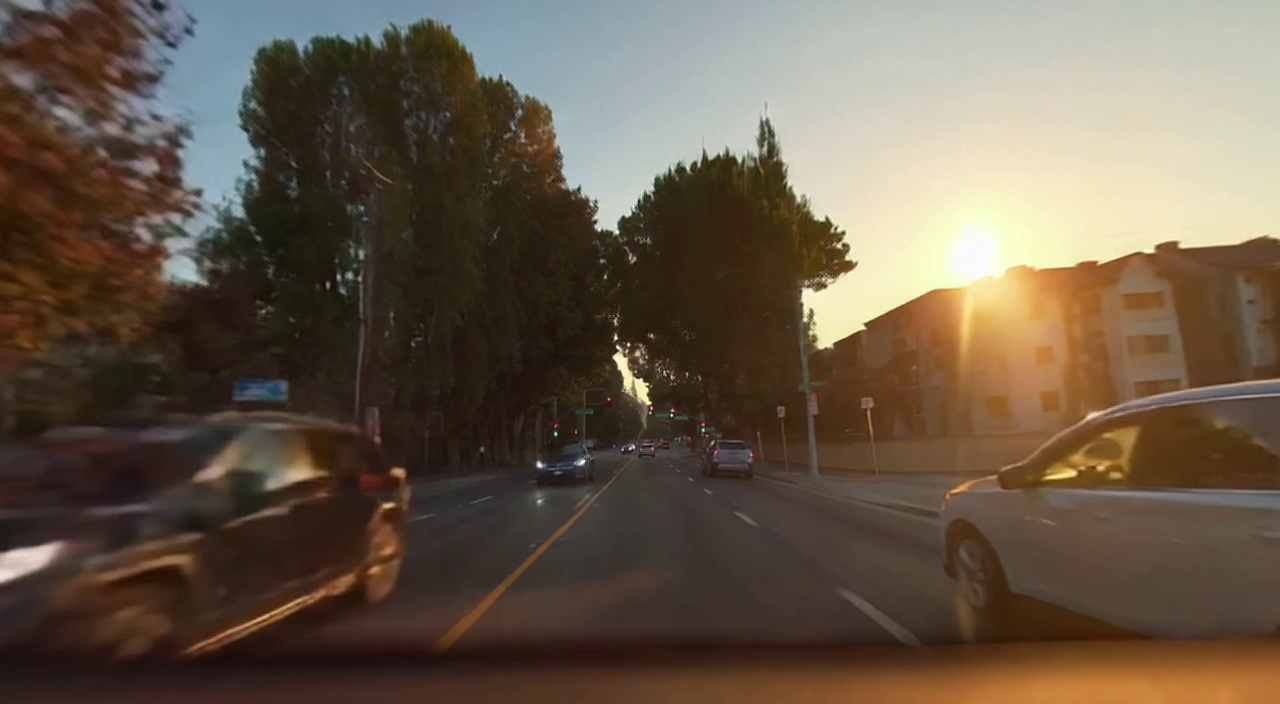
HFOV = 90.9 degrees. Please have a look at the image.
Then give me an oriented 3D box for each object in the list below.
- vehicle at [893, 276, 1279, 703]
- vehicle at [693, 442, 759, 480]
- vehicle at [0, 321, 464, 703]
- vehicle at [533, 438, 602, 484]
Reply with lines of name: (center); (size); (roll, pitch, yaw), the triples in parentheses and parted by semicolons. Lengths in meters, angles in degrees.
vehicle: (3.247, 0.769, 2.630); (2.251, 1.861, 5.144); (0, -9, 0)
vehicle: (3.513, 4.560, 26.677); (2.072, 1.471, 4.834); (0, -9, -1)
vehicle: (-3.540, 1.209, 4.902); (2.304, 1.886, 6.516); (0, -9, 2)
vehicle: (-2.822, 4.367, 25.561); (2.109, 1.681, 4.417); (0, -9, 2)
